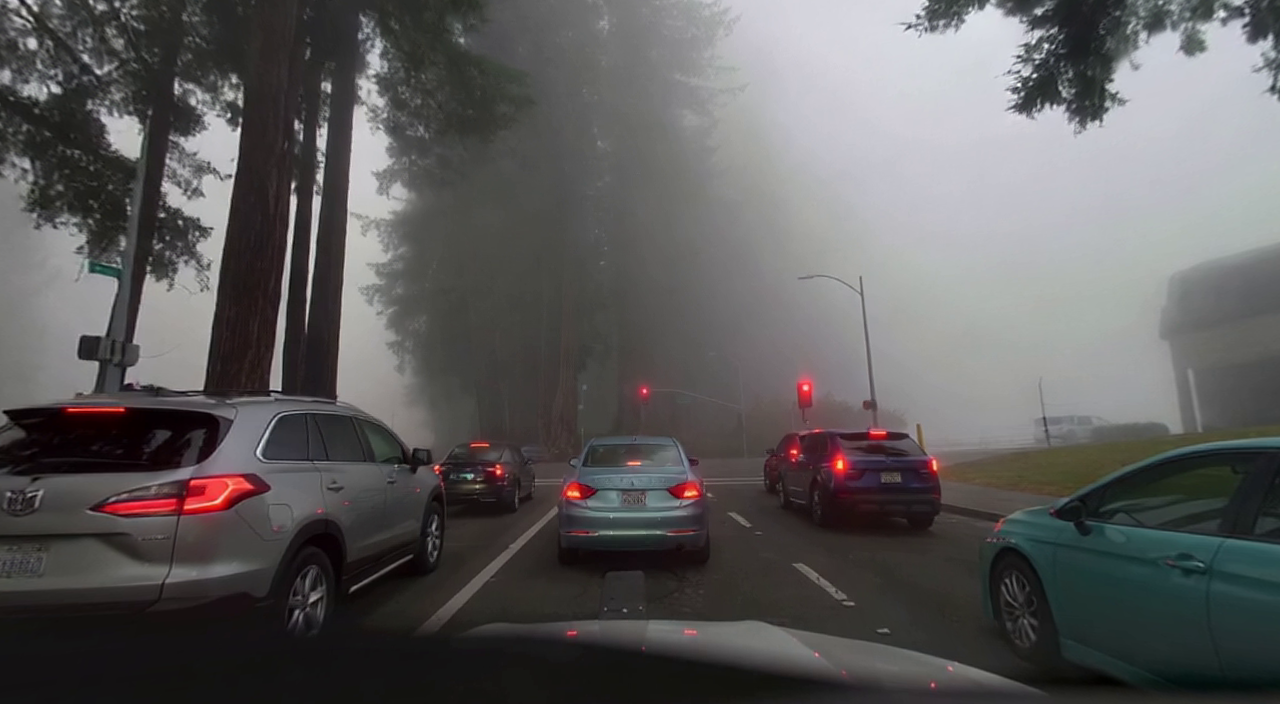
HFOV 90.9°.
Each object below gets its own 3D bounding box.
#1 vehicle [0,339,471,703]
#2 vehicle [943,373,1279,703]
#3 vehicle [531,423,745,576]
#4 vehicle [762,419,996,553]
[{"bbox_3d":[-3.140,1.157,5.116,2.168,1.750,4.625,-1,-8,1],"label":"vehicle"},{"bbox_3d":[3.320,0.958,2.895,1.899,1.588,3.888,0,-8,0],"label":"vehicle"},{"bbox_3d":[-0.029,1.785,8.387,2.147,1.507,3.953,0,-8,0],"label":"vehicle"},{"bbox_3d":[3.400,1.998,10.084,2.040,1.647,4.379,0,-8,1],"label":"vehicle"}]
